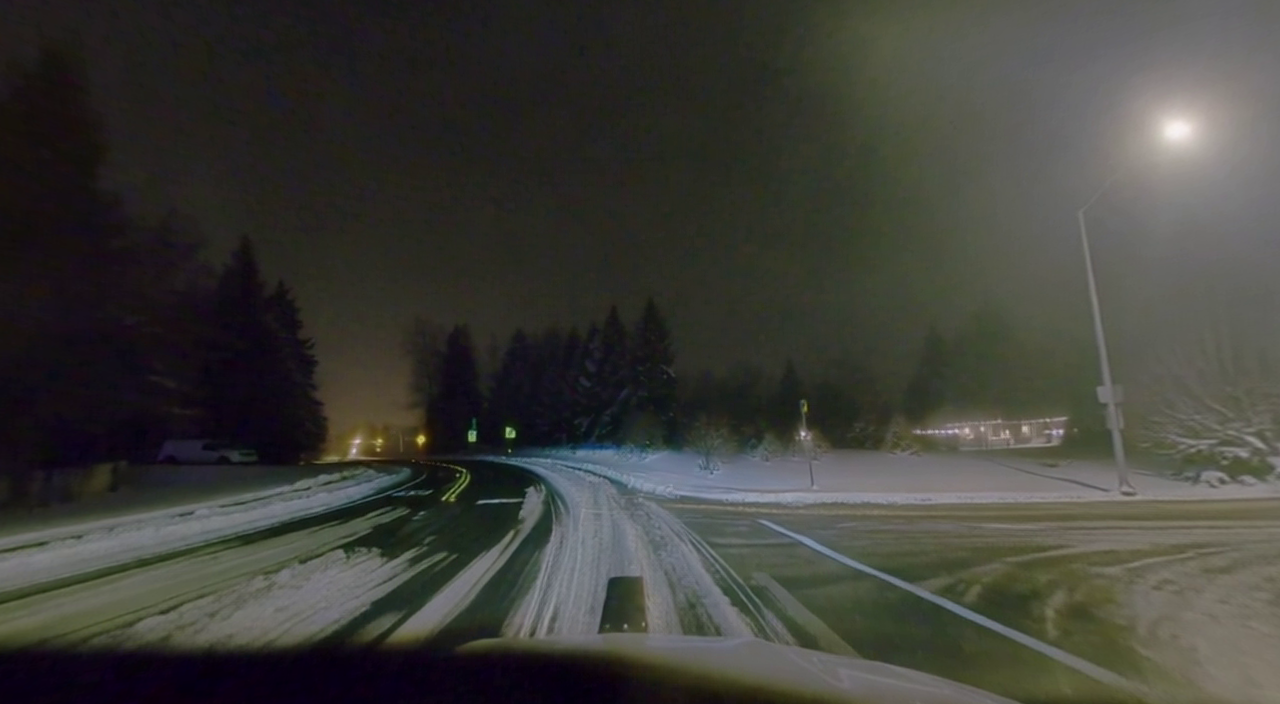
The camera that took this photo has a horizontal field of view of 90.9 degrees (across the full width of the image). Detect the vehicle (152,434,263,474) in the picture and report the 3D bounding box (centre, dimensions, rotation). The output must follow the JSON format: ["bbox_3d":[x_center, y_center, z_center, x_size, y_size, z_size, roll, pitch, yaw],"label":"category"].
[{"bbox_3d":[-23.147,5.443,33.805,4.699,1.996,2.116,-2,-9,11],"label":"vehicle"}]
